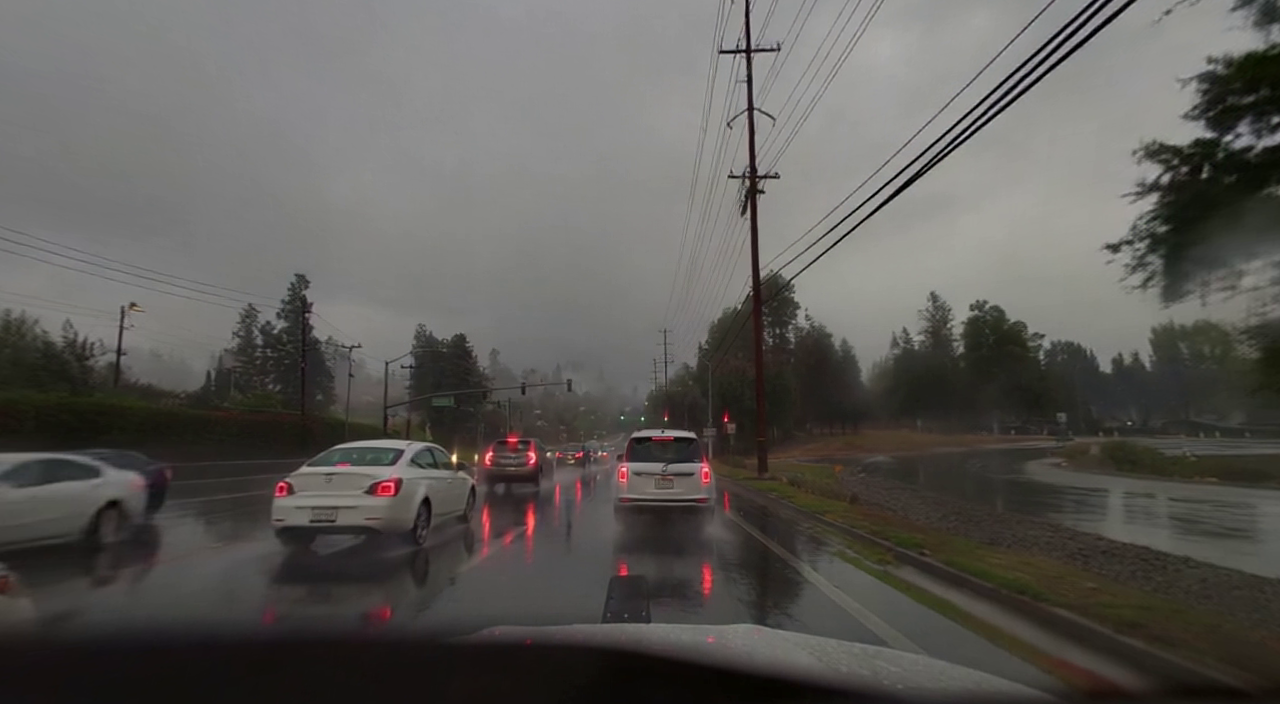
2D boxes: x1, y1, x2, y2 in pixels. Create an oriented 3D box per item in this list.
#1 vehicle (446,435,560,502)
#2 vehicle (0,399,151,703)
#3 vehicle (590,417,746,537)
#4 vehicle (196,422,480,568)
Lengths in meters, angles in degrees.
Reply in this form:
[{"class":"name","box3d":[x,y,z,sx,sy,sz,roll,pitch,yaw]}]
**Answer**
[{"class":"vehicle","box3d":[-3.615,3.165,17.554,2.018,1.621,4.441,-1,-9,2]},{"class":"vehicle","box3d":[-3.764,0.707,1.029,2.051,1.488,4.806,0,-9,0]},{"class":"vehicle","box3d":[0.436,2.077,11.001,2.205,1.691,3.937,0,-9,1]},{"class":"vehicle","box3d":[-3.807,1.862,8.926,1.999,1.563,4.007,0,-9,0]}]
